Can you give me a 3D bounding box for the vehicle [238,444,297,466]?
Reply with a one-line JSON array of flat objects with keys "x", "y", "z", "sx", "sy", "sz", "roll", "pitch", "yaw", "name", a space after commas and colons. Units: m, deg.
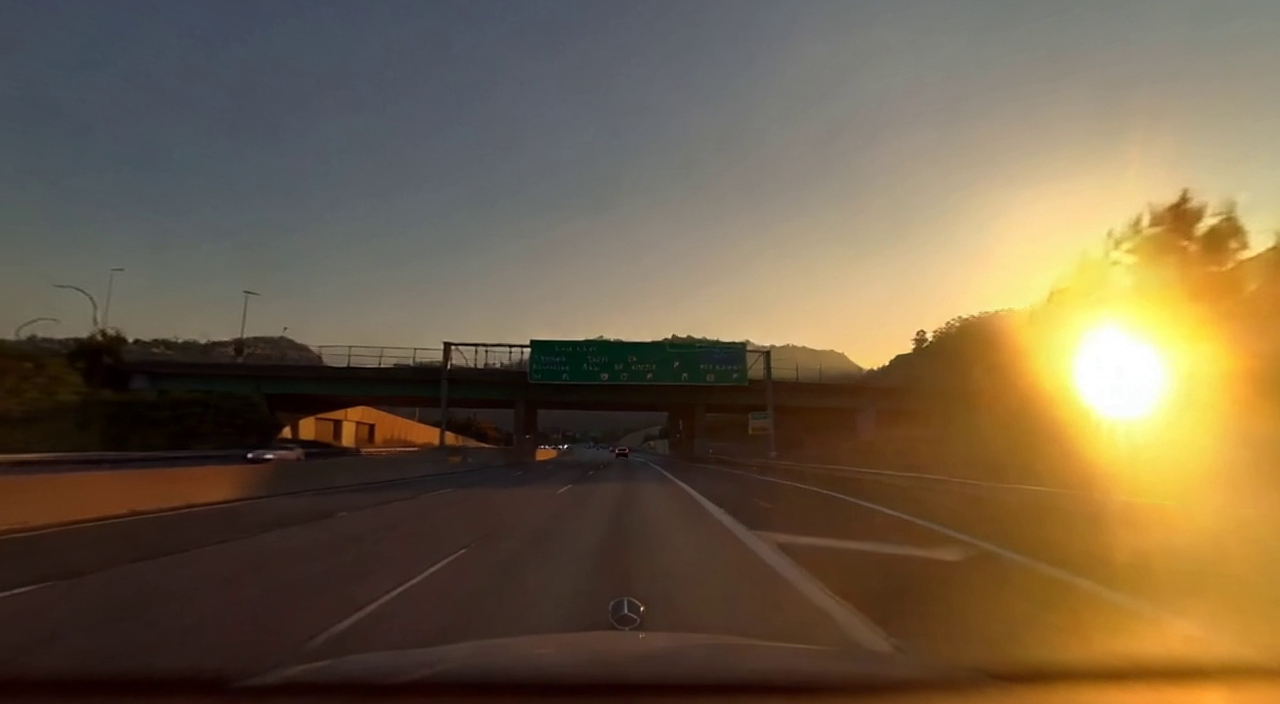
[{"x": -26.004, "y": 7.192, "z": 44.165, "sx": 1.766, "sy": 1.461, "sz": 3.983, "roll": 0, "pitch": -9, "yaw": -2, "name": "vehicle"}]
